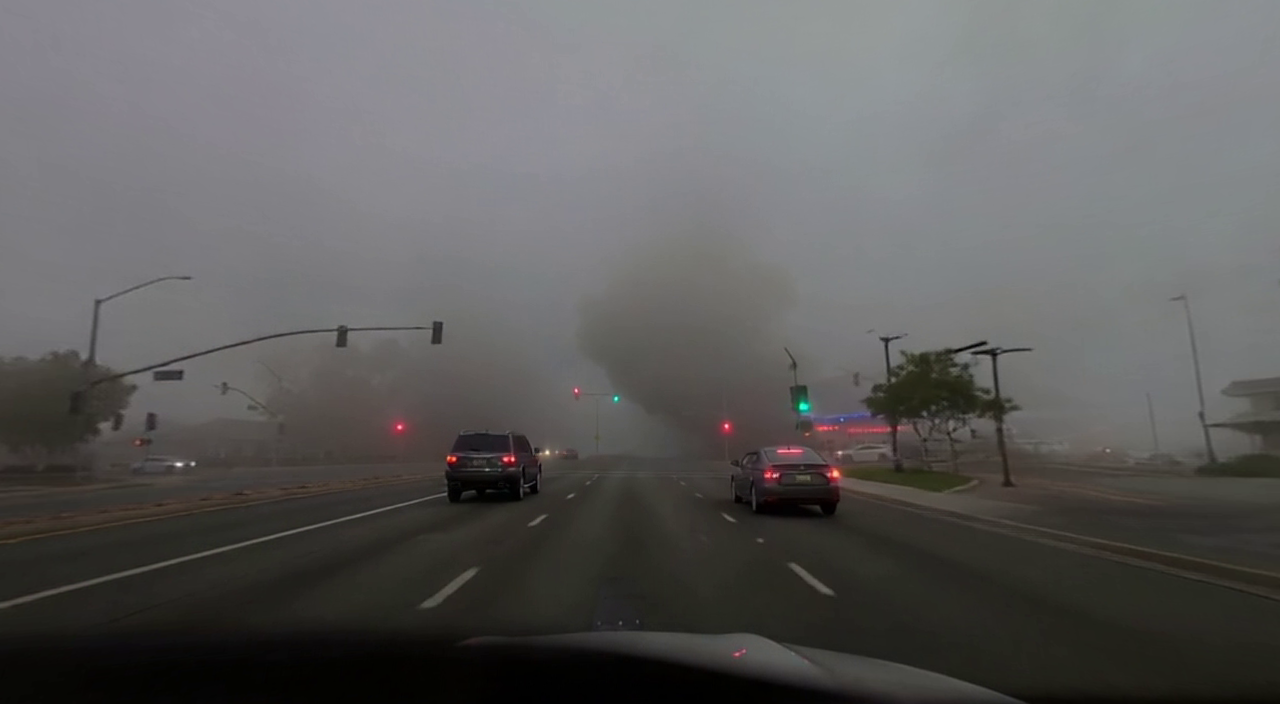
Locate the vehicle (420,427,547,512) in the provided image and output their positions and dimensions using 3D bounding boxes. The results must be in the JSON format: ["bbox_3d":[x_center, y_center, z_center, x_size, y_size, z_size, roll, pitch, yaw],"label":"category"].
[{"bbox_3d":[-3.718,2.878,15.964,1.997,1.806,4.500,0,-9,1],"label":"vehicle"}]

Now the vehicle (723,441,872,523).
[{"bbox_3d":[3.248,2.776,14.163,1.975,1.502,4.787,0,-9,-2],"label":"vehicle"}]

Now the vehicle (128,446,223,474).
[{"bbox_3d":[-36.541,8.493,49.801,5.569,2.088,2.426,0,-9,0],"label":"vehicle"}]
